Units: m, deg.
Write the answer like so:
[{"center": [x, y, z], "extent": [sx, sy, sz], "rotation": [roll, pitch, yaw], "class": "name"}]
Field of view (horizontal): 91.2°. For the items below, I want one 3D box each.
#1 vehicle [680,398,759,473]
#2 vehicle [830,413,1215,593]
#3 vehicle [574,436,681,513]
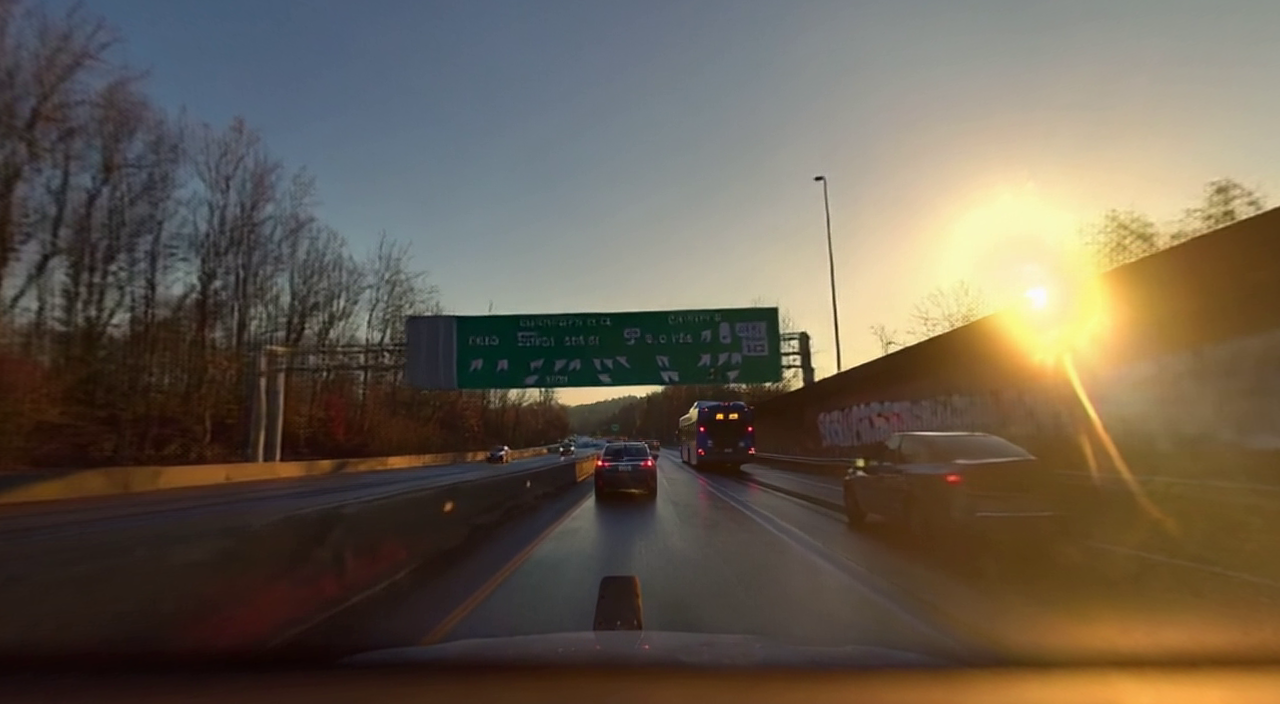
[{"center": [4.084, 4.845, 35.492], "extent": [3.055, 3.479, 12.521], "rotation": [-1, -9, 1], "class": "vehicle"}, {"center": [3.880, 1.595, 7.387], "extent": [1.995, 1.507, 3.915], "rotation": [0, -9, -1], "class": "vehicle"}, {"center": [-0.249, 2.809, 14.813], "extent": [2.160, 1.532, 4.073], "rotation": [-1, -9, 0], "class": "vehicle"}]
